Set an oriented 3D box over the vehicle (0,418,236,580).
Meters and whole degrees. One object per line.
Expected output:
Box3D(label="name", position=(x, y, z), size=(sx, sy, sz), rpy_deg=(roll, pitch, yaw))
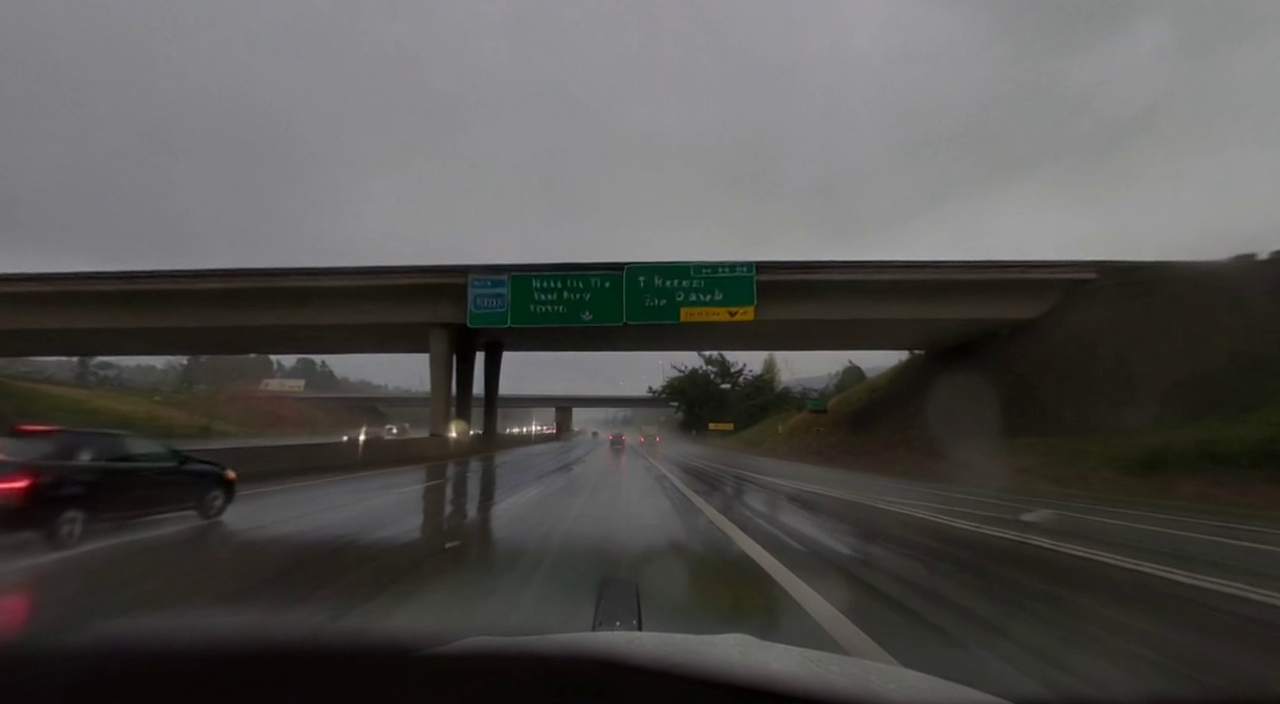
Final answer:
Box3D(label="vehicle", position=(-7.207, 1.564, 7.215), size=(2.216, 1.522, 4.412), rpy_deg=(0, -7, -1))
